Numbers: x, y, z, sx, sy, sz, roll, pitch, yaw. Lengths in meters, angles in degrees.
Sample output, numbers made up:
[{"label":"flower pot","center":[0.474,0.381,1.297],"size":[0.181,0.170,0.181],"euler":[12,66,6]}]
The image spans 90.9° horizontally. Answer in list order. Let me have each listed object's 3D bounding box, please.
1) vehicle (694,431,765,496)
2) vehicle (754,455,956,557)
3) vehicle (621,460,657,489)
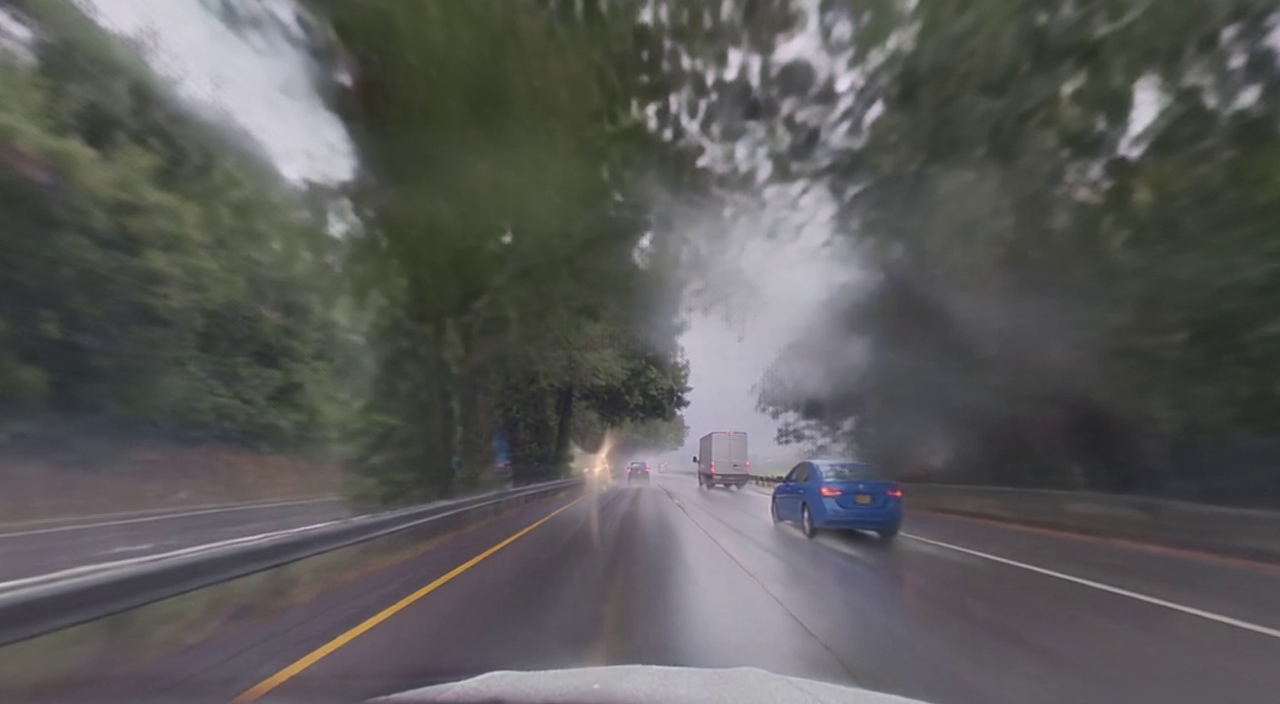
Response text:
[{"label":"vehicle","center":[4.446,5.803,32.736],"size":[2.563,2.975,6.941],"euler":[1,-10,-1]},{"label":"vehicle","center":[3.763,2.833,12.229],"size":[2.073,1.532,4.969],"euler":[1,-10,-1]},{"label":"vehicle","center":[-0.072,7.940,40.850],"size":[2.212,1.717,4.452],"euler":[1,-10,0]}]
